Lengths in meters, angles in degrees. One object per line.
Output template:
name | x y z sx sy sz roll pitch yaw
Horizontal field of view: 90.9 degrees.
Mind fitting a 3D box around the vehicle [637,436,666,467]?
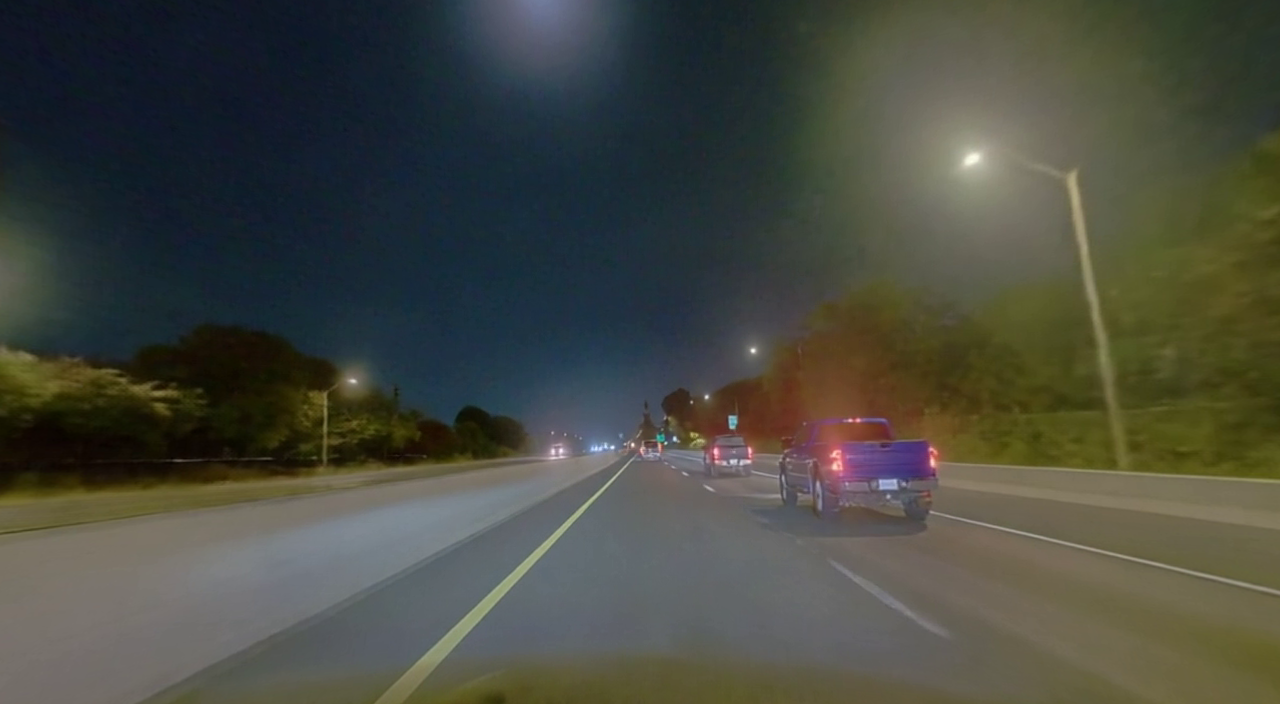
vehicle | 0.828 7.596 48.359 2.099 2.260 4.899 0 -8 0

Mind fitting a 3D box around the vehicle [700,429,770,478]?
vehicle | 4.519 4.964 31.086 2.594 2.155 5.670 0 -8 0

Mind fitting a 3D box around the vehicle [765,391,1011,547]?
vehicle | 3.833 1.937 11.065 2.145 2.069 5.057 0 -8 -1
